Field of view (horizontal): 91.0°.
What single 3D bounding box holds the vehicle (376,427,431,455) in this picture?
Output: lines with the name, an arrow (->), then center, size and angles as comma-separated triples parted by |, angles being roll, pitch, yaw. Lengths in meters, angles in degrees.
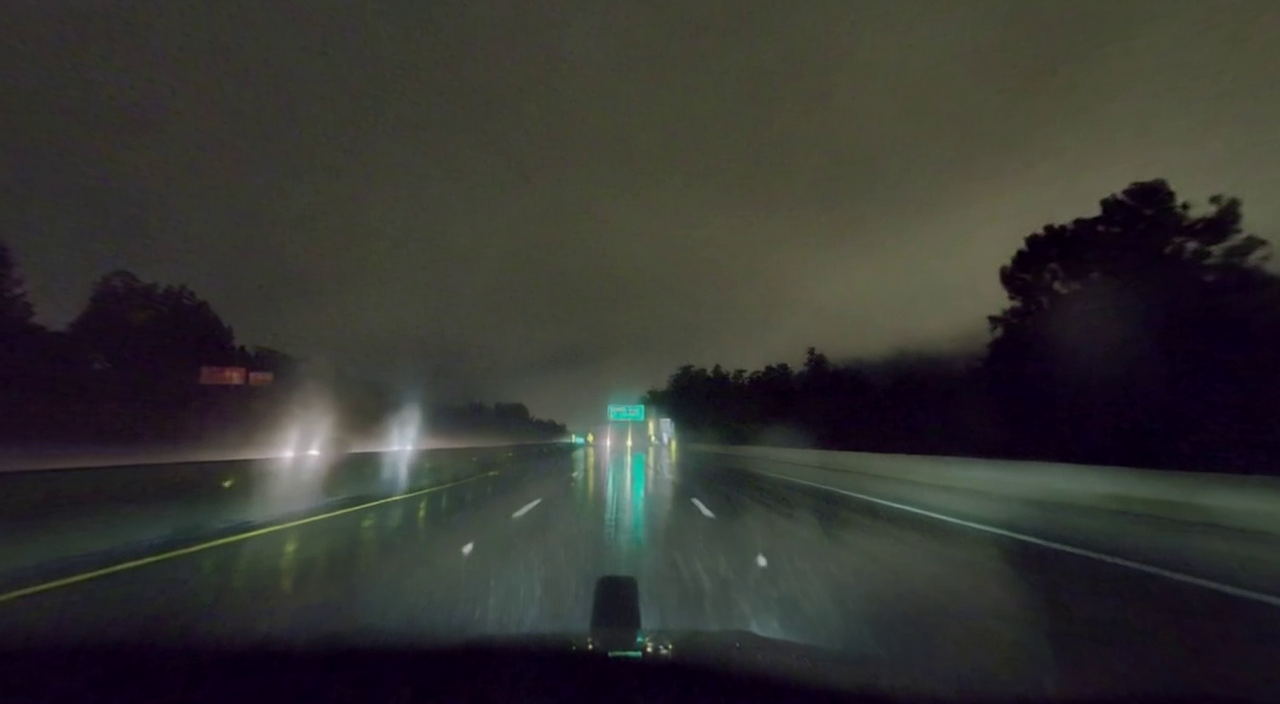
vehicle -> -17.379, 6.569, 46.450 | 2.329, 1.916, 4.747 | 0, -8, -2
